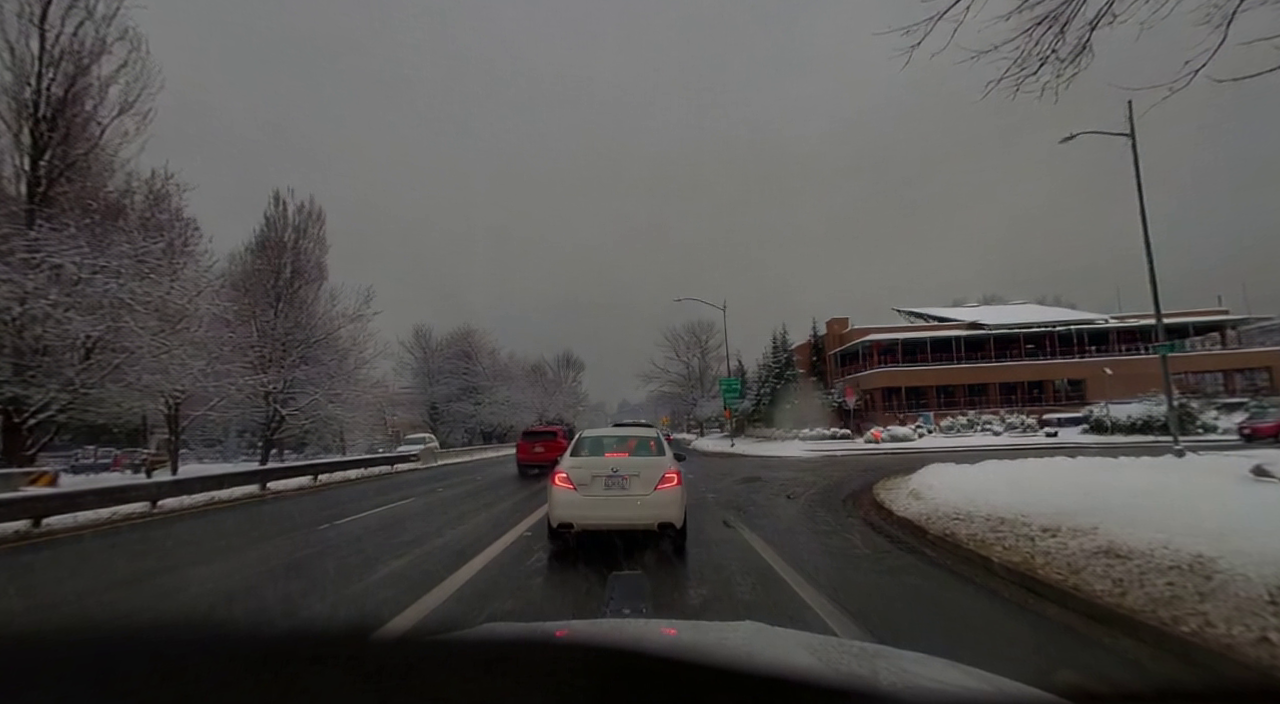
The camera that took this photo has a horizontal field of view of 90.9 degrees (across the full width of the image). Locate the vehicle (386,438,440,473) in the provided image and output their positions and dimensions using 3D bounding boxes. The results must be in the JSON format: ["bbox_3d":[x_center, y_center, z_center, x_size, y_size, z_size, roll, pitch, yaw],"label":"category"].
[{"bbox_3d":[-10.458,4.690,28.843,2.072,1.465,4.394,3,-9,-22],"label":"vehicle"}]

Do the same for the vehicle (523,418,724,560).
[{"bbox_3d":[-0.183,1.750,8.736,2.112,1.482,4.076,0,-8,0],"label":"vehicle"}]
